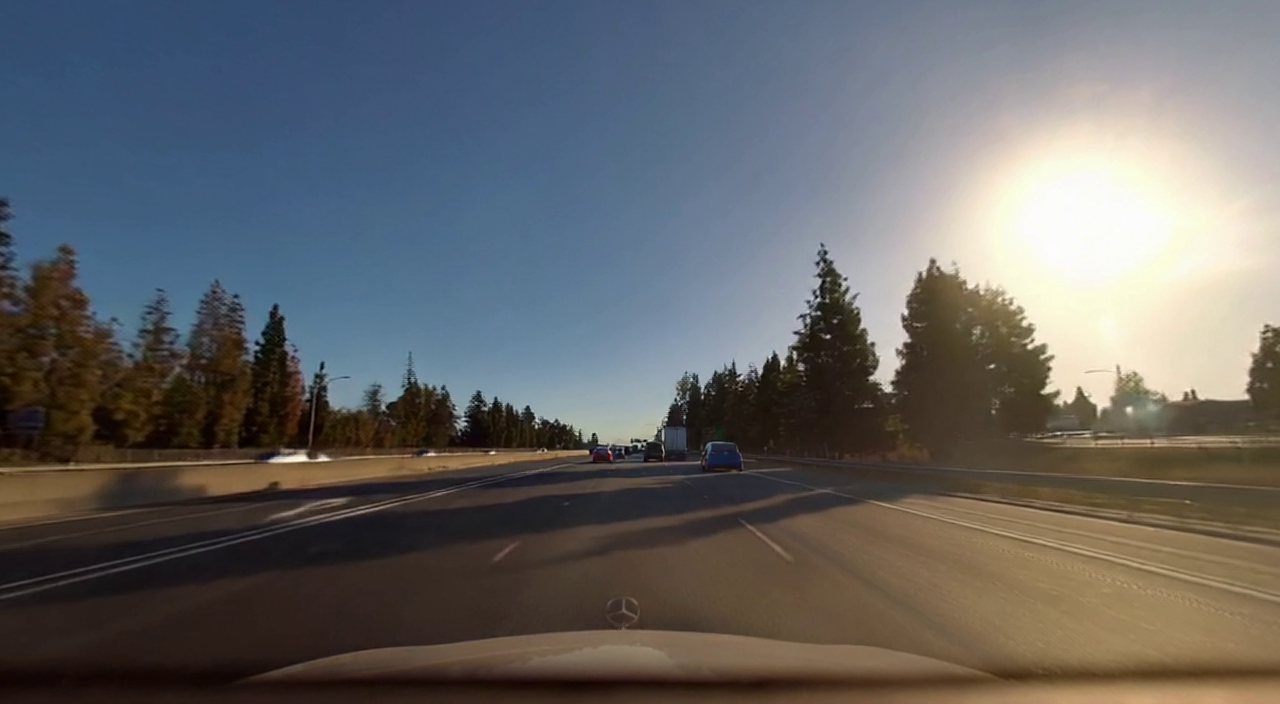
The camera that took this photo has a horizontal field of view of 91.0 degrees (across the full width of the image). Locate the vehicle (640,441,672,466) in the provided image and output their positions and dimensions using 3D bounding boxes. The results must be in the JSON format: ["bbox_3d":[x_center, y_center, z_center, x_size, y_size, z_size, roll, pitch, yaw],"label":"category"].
[{"bbox_3d":[1.155,7.599,47.202,2.205,1.785,4.423,1,-9,0],"label":"vehicle"}]

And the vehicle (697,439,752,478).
[{"bbox_3d":[4.040,5.165,30.729,2.082,1.720,4.393,1,-9,0],"label":"vehicle"}]

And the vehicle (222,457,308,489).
[{"bbox_3d":[-21.272,6.854,35.943,1.970,1.553,4.519,0,-9,2],"label":"vehicle"}]
